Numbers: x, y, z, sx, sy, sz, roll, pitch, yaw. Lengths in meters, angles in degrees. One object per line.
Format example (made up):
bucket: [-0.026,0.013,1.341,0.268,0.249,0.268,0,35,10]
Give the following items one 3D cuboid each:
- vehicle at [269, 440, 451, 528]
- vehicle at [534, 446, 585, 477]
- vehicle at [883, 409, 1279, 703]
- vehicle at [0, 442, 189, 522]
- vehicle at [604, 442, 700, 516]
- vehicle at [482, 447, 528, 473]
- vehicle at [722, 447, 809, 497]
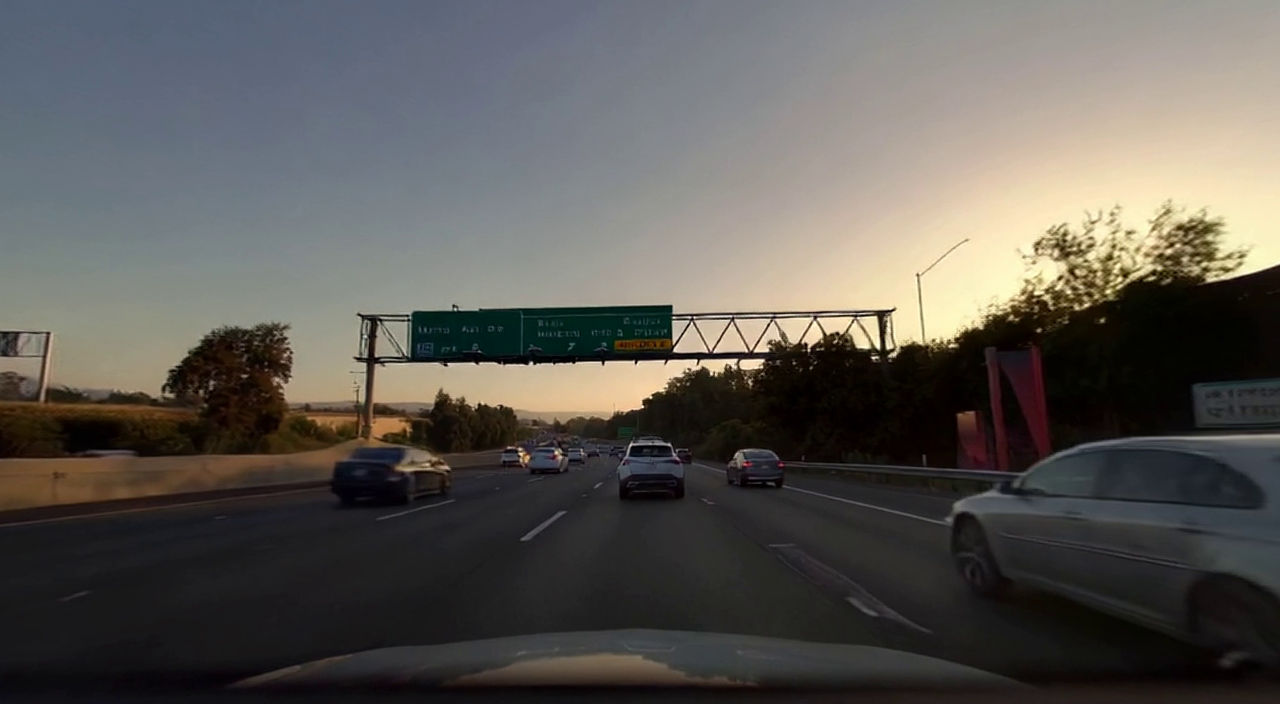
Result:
vehicle: [-5.782,2.750,13.707,2.014,1.587,4.265,0,-9,-1]
vehicle: [-4.792,6.599,38.244,2.182,1.743,5.144,-1,-9,3]
vehicle: [3.573,1.294,4.549,2.044,1.523,3.947,0,-9,0]
vehicle: [-13.965,3.113,15.664,2.094,1.662,4.486,0,-9,1]
vehicle: [0.255,3.004,15.372,2.044,1.554,3.824,0,-9,0]
vehicle: [-9.924,7.977,46.780,2.213,1.824,4.990,0,-9,1]
vehicle: [4.210,4.086,21.914,2.002,1.499,4.710,0,-9,-1]
